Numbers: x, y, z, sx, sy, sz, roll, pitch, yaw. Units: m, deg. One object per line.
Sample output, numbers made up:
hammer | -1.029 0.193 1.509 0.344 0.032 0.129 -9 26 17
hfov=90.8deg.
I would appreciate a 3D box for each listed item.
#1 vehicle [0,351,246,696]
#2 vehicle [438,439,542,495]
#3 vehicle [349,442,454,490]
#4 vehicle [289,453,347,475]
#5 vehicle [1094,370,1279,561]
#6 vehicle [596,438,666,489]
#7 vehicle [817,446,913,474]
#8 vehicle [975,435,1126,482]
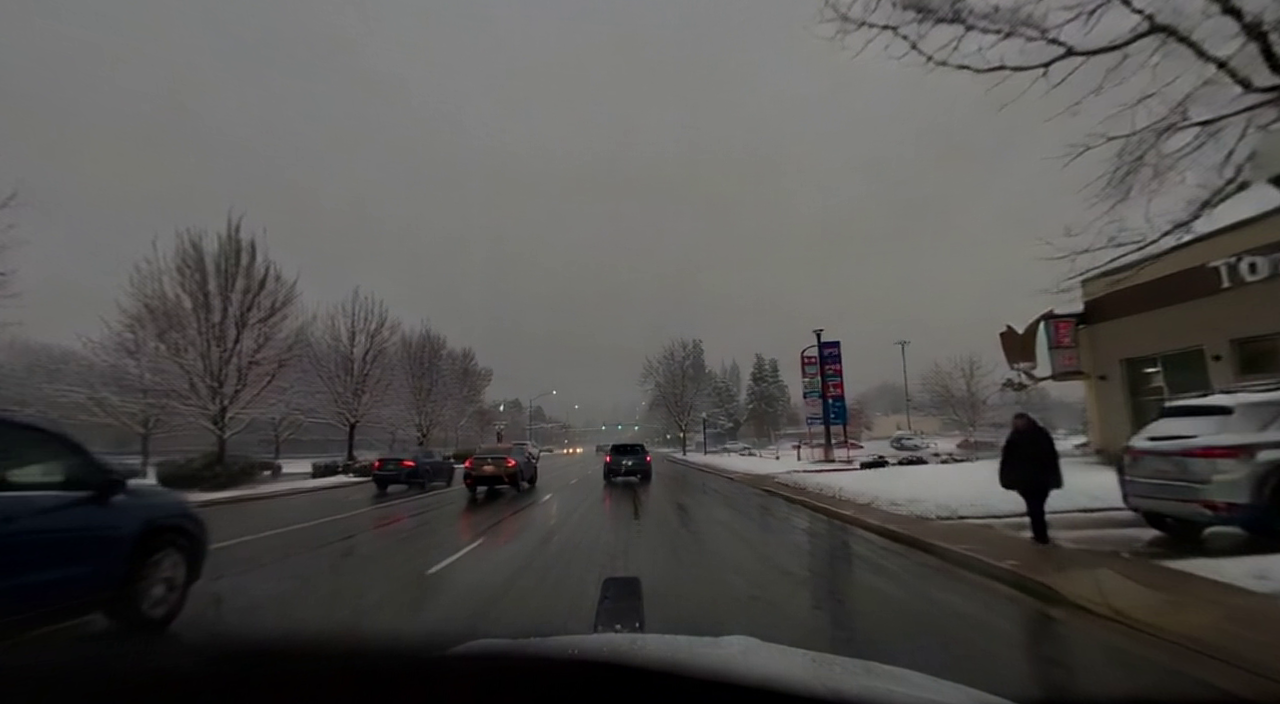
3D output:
vehicle | -4.431 0.871 3.122 2.096 1.807 4.413 0 -8 0
vehicle | -4.356 3.392 19.202 1.973 1.456 4.850 0 -8 0
vehicle | -8.024 3.842 21.737 2.009 1.470 4.179 0 -8 0
vehicle | -24.424 8.495 48.149 1.960 1.478 4.732 0 -8 -1
vehicle | 9.100 1.167 7.540 5.518 1.898 2.188 -3 -9 -1
vehicle | -0.335 3.554 20.498 2.061 1.469 3.954 0 -8 -2
vehicle | 13.313 6.386 37.584 4.877 1.603 2.197 0 -8 1
vehicle | 14.561 3.759 22.448 4.619 1.523 1.873 3 -9 -18
